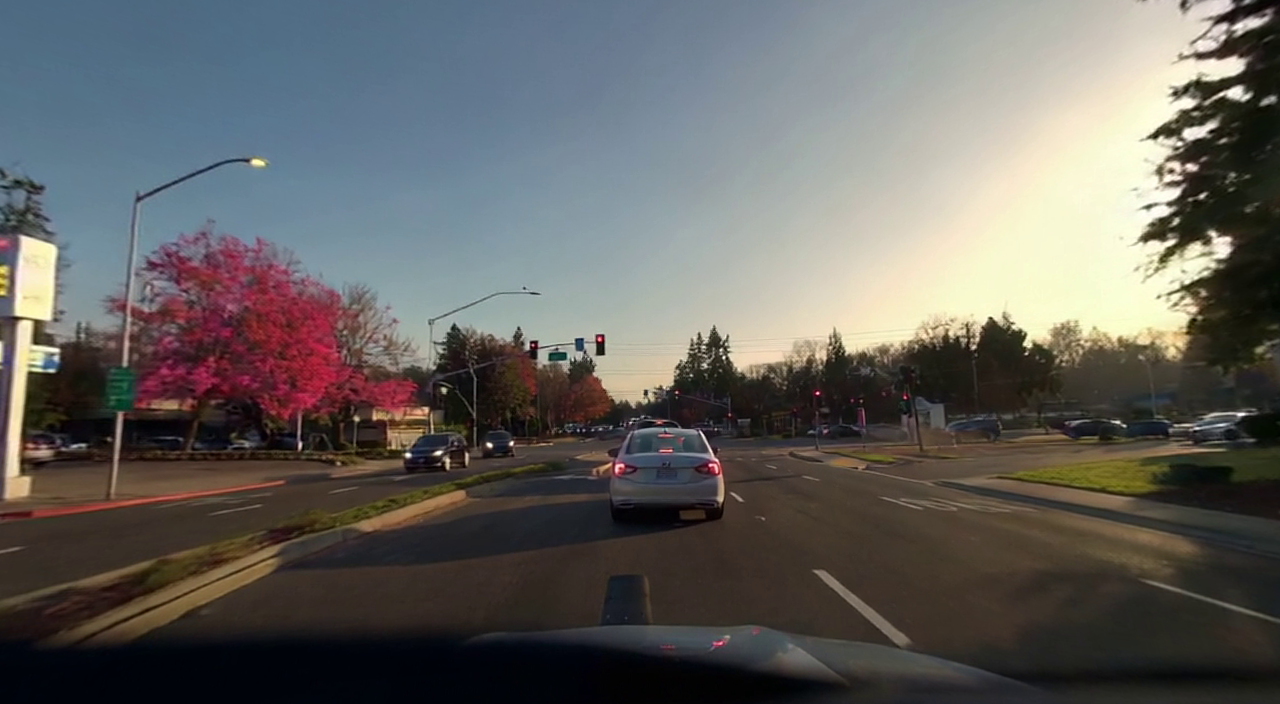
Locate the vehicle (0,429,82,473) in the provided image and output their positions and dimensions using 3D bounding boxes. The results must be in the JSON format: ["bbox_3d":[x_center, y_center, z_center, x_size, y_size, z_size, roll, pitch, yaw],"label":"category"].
[{"bbox_3d":[-27.280,4.237,27.019,1.946,1.816,4.792,-1,-8,7],"label":"vehicle"}]

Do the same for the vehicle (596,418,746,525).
[{"bbox_3d":[0.487,1.977,10.964,2.112,1.482,4.057,0,-8,2],"label":"vehicle"}]

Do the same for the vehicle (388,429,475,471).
[{"bbox_3d":[-8.937,4.251,27.448,2.108,1.671,4.535,0,-8,2],"label":"vehicle"}]

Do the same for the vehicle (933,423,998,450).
[{"bbox_3d":[19.921,5.187,38.519,4.091,1.495,2.053,7,-11,-41],"label":"vehicle"}]

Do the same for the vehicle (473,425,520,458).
[{"bbox_3d":[-9.749,6.058,42.549,2.378,2.084,5.225,3,-9,-19],"label":"vehicle"}]
